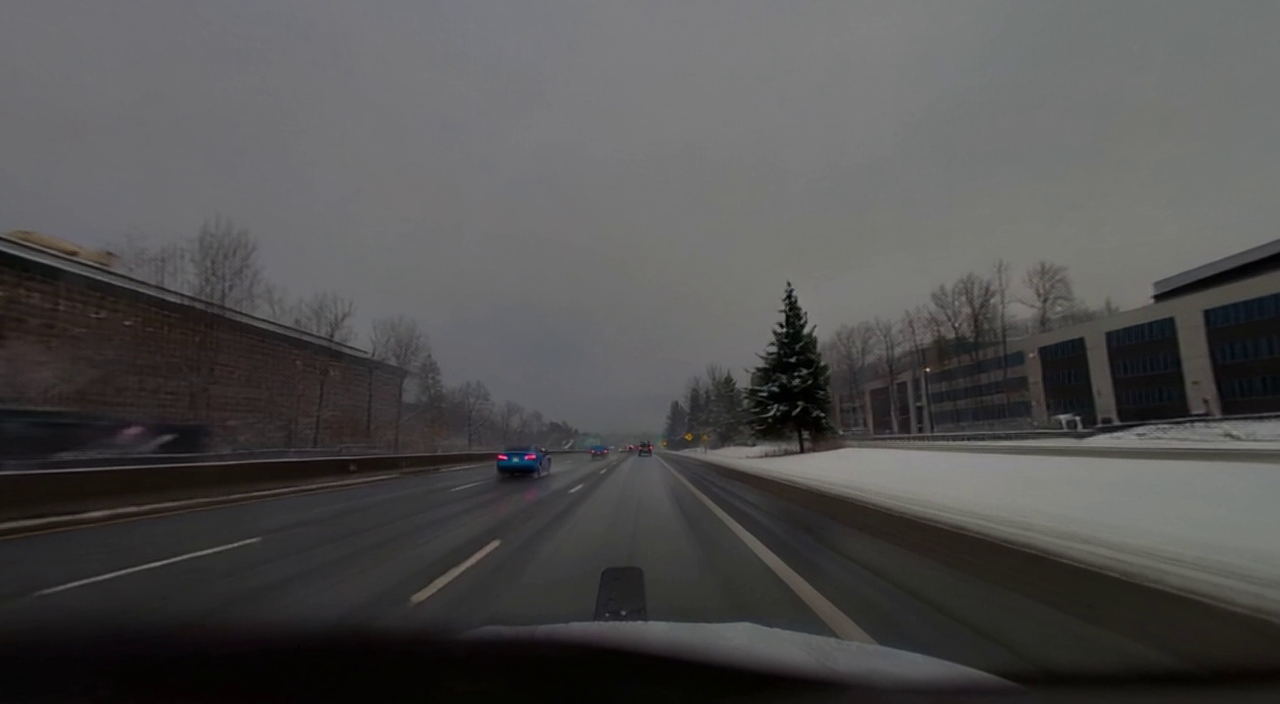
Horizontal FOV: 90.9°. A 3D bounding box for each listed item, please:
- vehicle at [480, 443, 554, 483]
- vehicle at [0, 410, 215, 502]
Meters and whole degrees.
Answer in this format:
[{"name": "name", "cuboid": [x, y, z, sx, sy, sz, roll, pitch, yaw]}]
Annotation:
[{"name": "vehicle", "cuboid": [-4.891, 4.454, 25.734, 2.083, 1.471, 4.350, 0, -8, 0]}, {"name": "vehicle", "cuboid": [-25.336, 4.654, 28.776, 2.750, 3.392, 13.071, 0, -8, 0]}]
